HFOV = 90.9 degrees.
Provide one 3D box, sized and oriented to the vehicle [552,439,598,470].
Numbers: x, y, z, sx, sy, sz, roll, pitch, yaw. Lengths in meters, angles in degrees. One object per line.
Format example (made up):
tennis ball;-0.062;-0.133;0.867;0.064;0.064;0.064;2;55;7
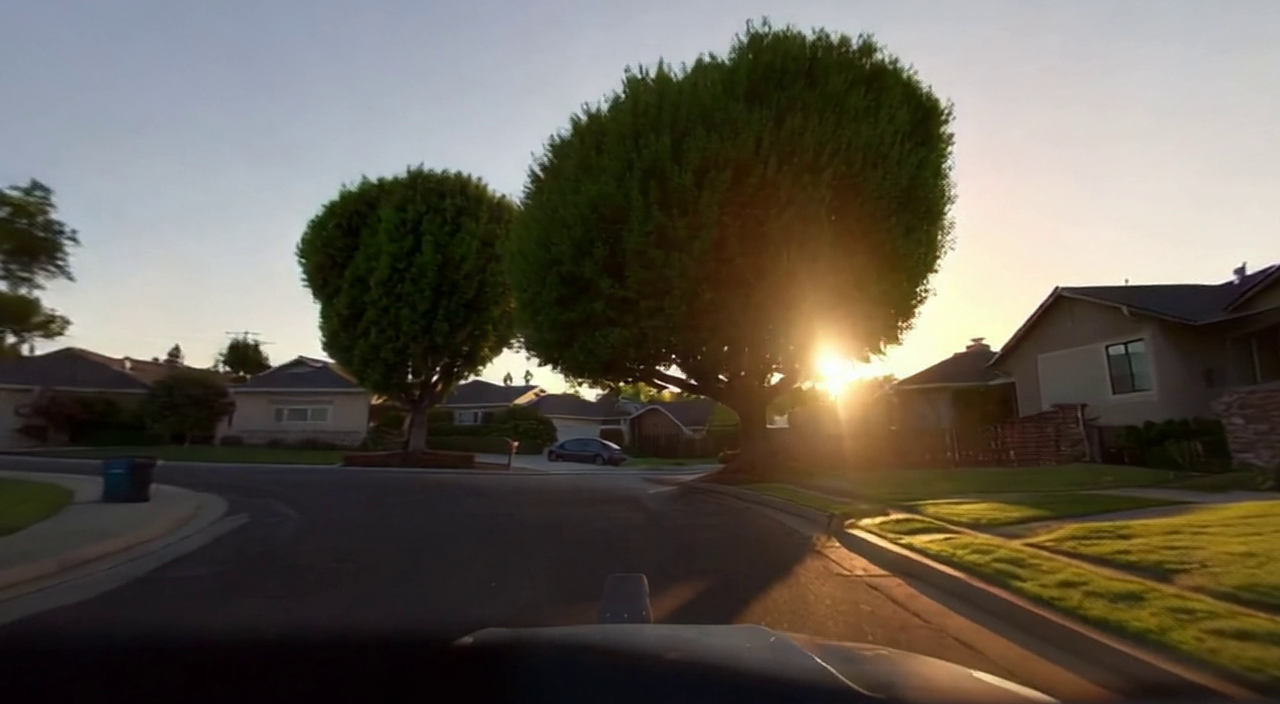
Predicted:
vehicle;-4.140;6.570;40.784;2.180;1.752;4.700;-3;-8;3

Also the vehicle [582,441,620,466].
vehicle;-2.966;7.734;48.423;2.058;1.749;4.560;-3;-8;6
